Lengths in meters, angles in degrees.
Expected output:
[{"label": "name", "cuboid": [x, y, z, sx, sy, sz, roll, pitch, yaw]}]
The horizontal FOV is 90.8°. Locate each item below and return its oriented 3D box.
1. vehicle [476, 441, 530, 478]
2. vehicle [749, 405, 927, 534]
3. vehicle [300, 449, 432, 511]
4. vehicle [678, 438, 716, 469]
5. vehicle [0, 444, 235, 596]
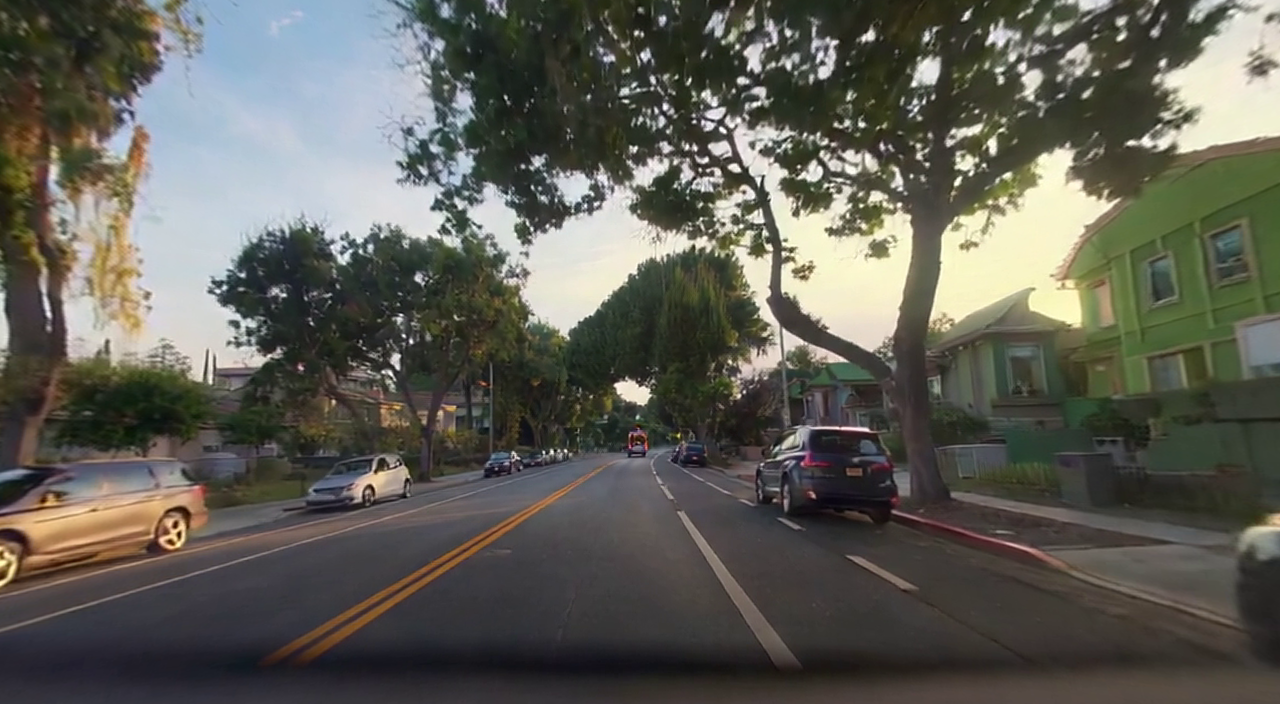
[{"label": "vehicle", "cuboid": [-8.333, 6.599, 39.030, 2.094, 1.840, 5.450, -7, -8, -2]}, {"label": "vehicle", "cuboid": [3.667, 2.250, 12.722, 2.131, 1.995, 4.626, 3, -8, 1]}, {"label": "vehicle", "cuboid": [-8.389, 3.905, 19.889, 1.921, 1.494, 4.884, -4, -8, 1]}, {"label": "vehicle", "cuboid": [3.889, 6.985, 43.724, 2.060, 1.833, 4.927, 4, -9, 0]}, {"label": "vehicle", "cuboid": [-8.426, 2.332, 9.079, 1.989, 1.726, 5.129, -6, -9, -2]}]
